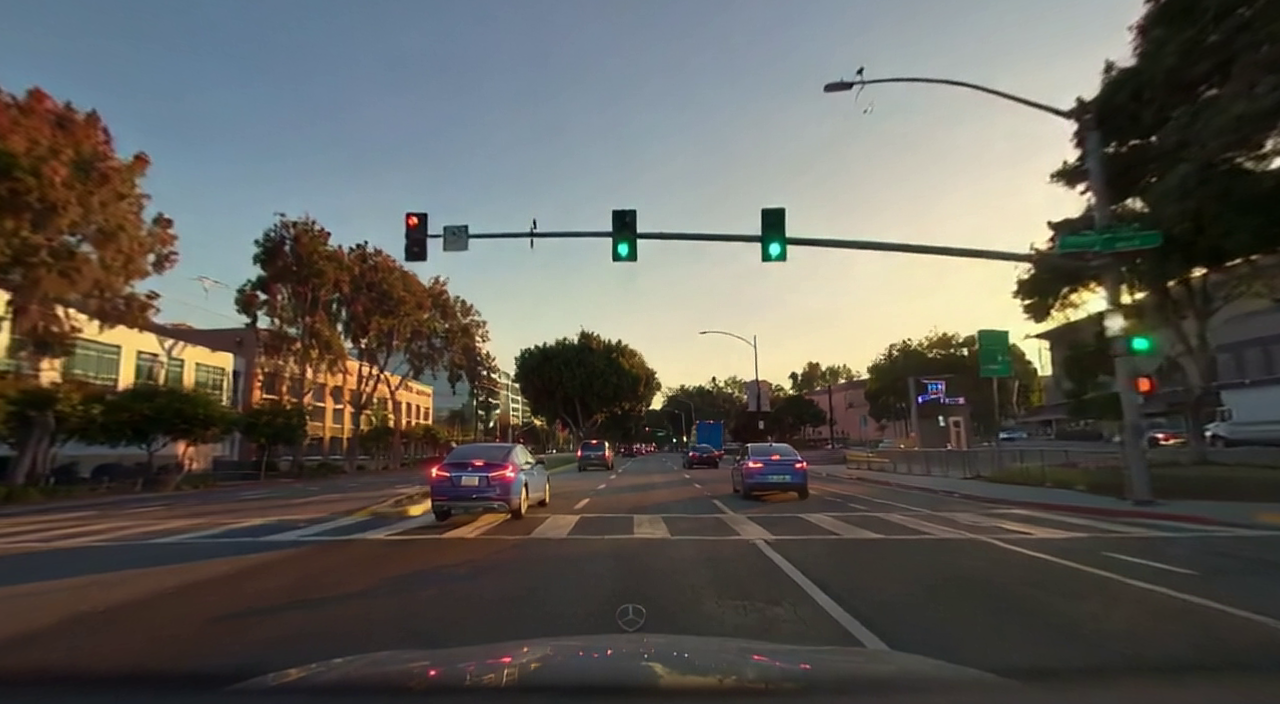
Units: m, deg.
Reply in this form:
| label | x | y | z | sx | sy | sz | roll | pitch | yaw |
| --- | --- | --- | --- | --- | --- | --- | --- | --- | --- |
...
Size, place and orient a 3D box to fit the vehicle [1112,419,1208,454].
| label | x | y | z | sx | sy | sz | roll | pitch | yaw |
| --- | --- | --- | --- | --- | --- | --- | --- | --- | --- |
| vehicle | 40.313 | 6.623 | 49.065 | 2.787 | 2.561 | 5.416 | -1 | -9 | 1 |

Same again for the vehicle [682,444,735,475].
| label | x | y | z | sx | sy | sz | roll | pitch | yaw |
| --- | --- | --- | --- | --- | --- | --- | --- | --- | --- |
| vehicle | 3.438 | 5.476 | 32.392 | 2.020 | 1.461 | 4.326 | 0 | -8 | -3 |

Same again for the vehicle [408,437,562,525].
| label | x | y | z | sx | sy | sz | roll | pitch | yaw |
| --- | --- | --- | --- | --- | --- | --- | --- | --- | --- |
| vehicle | -2.994 | 2.586 | 13.274 | 2.003 | 1.509 | 4.396 | 0 | -8 | 2 |

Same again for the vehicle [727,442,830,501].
| label | x | y | z | sx | sy | sz | roll | pitch | yaw |
| --- | --- | --- | --- | --- | --- | --- | --- | --- | --- |
| vehicle | 3.772 | 3.318 | 17.951 | 1.972 | 1.452 | 4.189 | 0 | -8 | 0 |

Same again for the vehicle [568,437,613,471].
| label | x | y | z | sx | sy | sz | roll | pitch | yaw |
| --- | --- | --- | --- | --- | --- | --- | --- | --- | --- |
| vehicle | -2.734 | 5.737 | 35.599 | 2.137 | 1.796 | 4.304 | 0 | -8 | 1 |
